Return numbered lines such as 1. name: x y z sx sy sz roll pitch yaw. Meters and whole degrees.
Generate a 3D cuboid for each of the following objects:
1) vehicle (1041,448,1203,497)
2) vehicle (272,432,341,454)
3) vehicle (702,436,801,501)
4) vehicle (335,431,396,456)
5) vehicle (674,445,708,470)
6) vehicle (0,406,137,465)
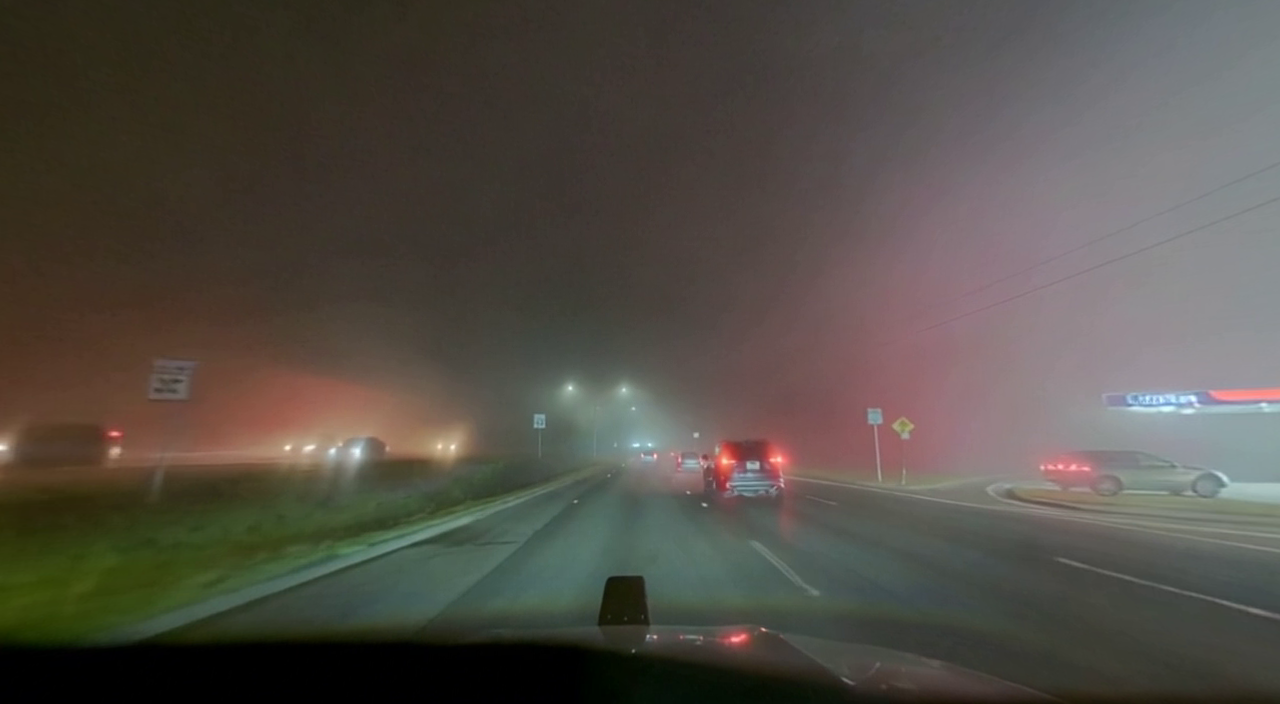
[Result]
1. vehicle: 18.017 4.498 23.683 4.587 1.710 1.969 1 -9 -5
2. vehicle: -22.979 6.314 43.622 2.036 1.459 4.574 -1 -8 4
3. vehicle: 3.314 3.563 19.813 2.184 1.777 4.712 0 -8 -1
4. vehicle: -19.123 6.397 44.115 1.941 1.629 4.557 -1 -8 4
5. vehicle: 3.506 7.349 44.031 2.012 1.612 4.114 0 -8 0
6. vehicle: -20.133 2.825 20.998 2.037 1.761 5.401 0 -8 3
